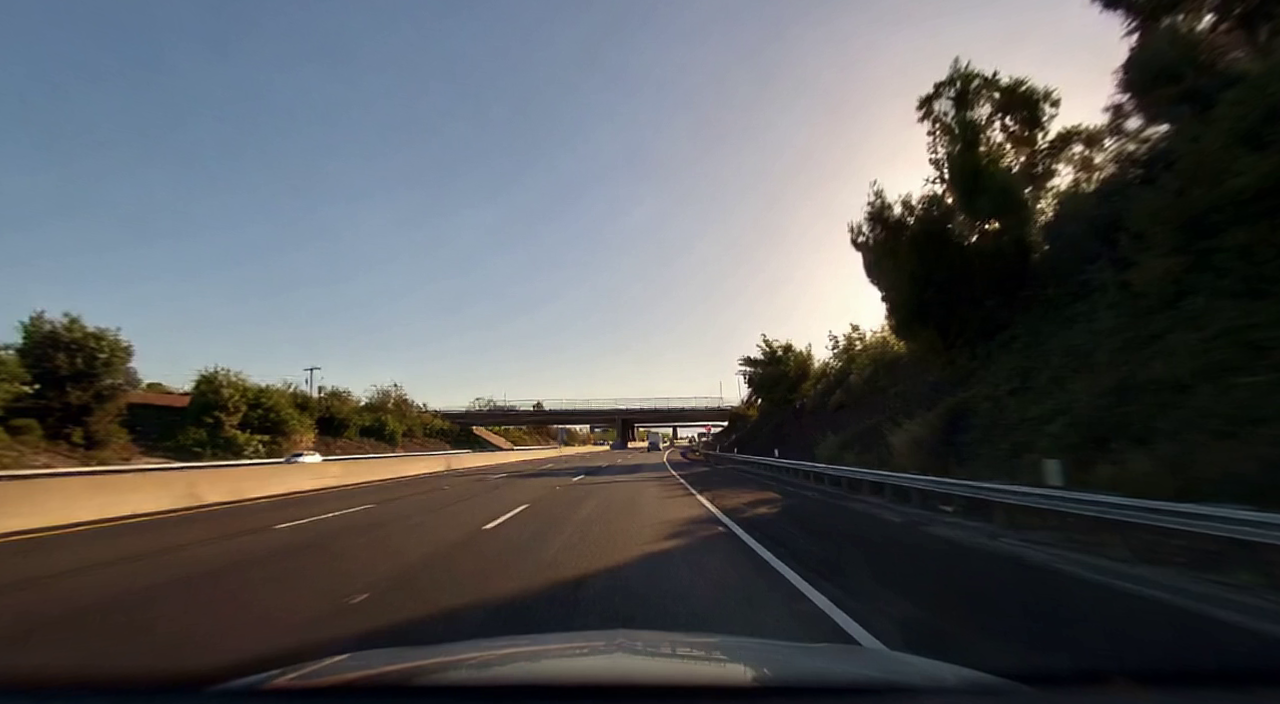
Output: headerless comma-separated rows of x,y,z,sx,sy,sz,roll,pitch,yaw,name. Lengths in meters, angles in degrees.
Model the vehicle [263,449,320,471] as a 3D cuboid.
-25.572,7.916,46.253,1.840,1.461,3.823,-1,-9,2,vehicle
